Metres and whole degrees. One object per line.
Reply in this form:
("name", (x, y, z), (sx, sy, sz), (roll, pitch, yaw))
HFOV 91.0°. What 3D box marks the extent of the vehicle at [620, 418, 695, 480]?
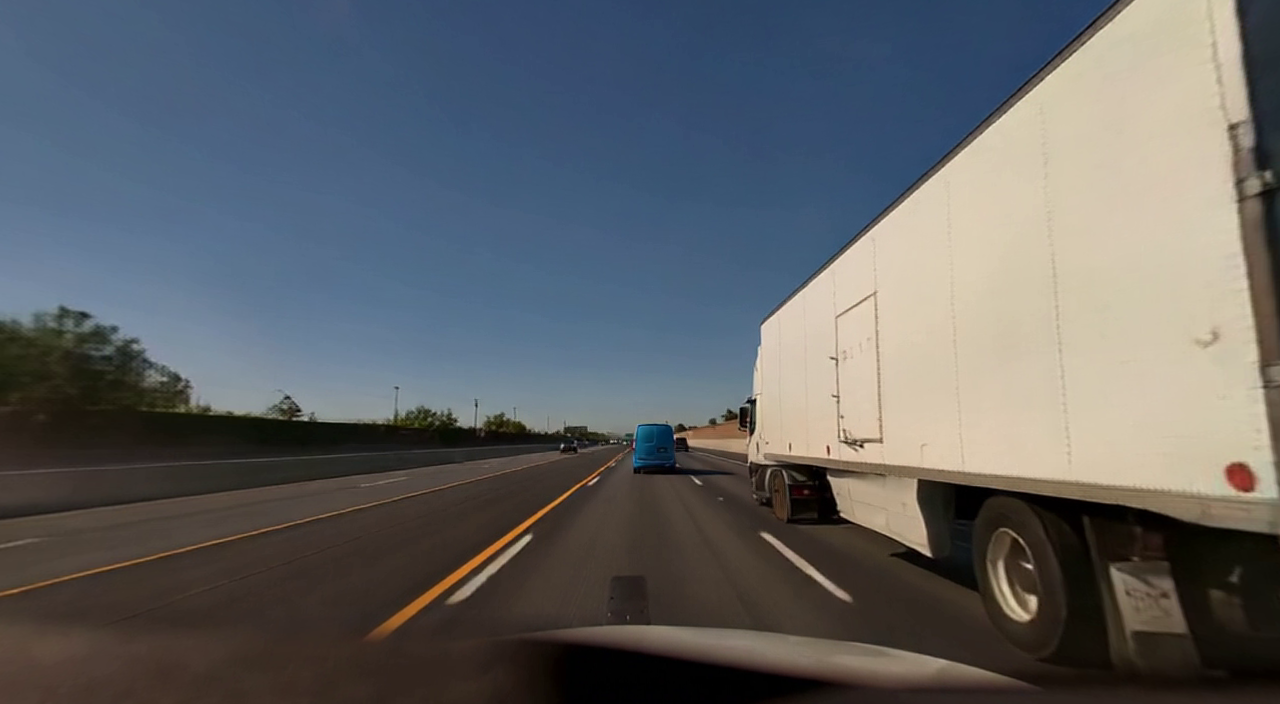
("vehicle", (0.628, 3.548, 23.078), (2.469, 2.027, 4.554), (0, -8, 2))
